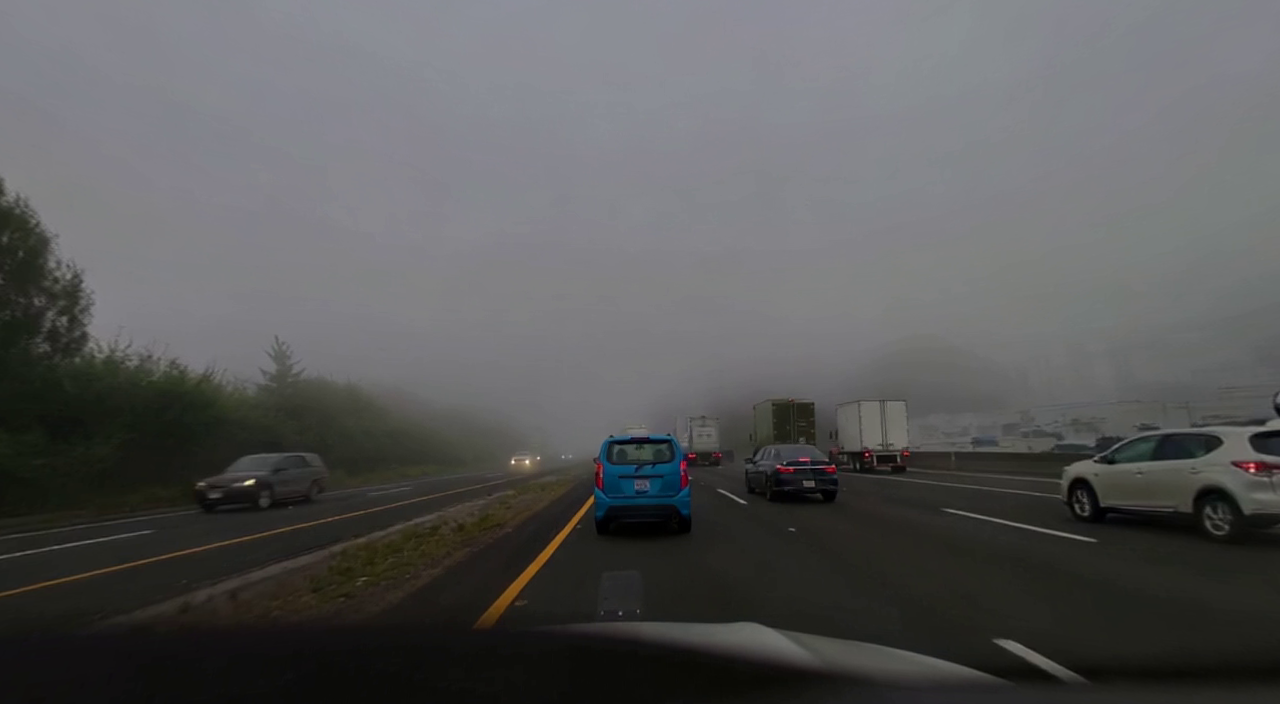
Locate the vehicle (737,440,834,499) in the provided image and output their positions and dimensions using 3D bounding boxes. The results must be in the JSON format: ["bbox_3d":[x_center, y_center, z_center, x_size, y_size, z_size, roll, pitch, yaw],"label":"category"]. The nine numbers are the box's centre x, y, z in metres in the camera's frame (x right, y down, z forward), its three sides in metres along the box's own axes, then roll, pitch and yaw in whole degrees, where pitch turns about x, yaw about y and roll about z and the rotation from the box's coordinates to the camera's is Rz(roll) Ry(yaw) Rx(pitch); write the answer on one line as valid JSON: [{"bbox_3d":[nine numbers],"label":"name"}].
[{"bbox_3d":[4.132,3.387,18.444,1.859,1.512,3.711,0,-9,-1],"label":"vehicle"}]

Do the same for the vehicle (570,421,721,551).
[{"bbox_3d":[0.051,2.020,9.977,1.965,1.664,3.428,0,-9,-1],"label":"vehicle"}]

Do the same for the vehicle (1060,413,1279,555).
[{"bbox_3d":[8.496,1.790,8.930,1.913,1.652,4.384,0,-9,0],"label":"vehicle"}]

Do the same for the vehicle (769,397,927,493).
[{"bbox_3d":[8.059,3.900,26.314,2.799,3.188,10.578,0,-9,-1],"label":"vehicle"}]

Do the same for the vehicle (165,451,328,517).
[{"bbox_3d":[-11.898,3.977,19.398,2.218,1.749,4.315,0,-9,0],"label":"vehicle"}]
